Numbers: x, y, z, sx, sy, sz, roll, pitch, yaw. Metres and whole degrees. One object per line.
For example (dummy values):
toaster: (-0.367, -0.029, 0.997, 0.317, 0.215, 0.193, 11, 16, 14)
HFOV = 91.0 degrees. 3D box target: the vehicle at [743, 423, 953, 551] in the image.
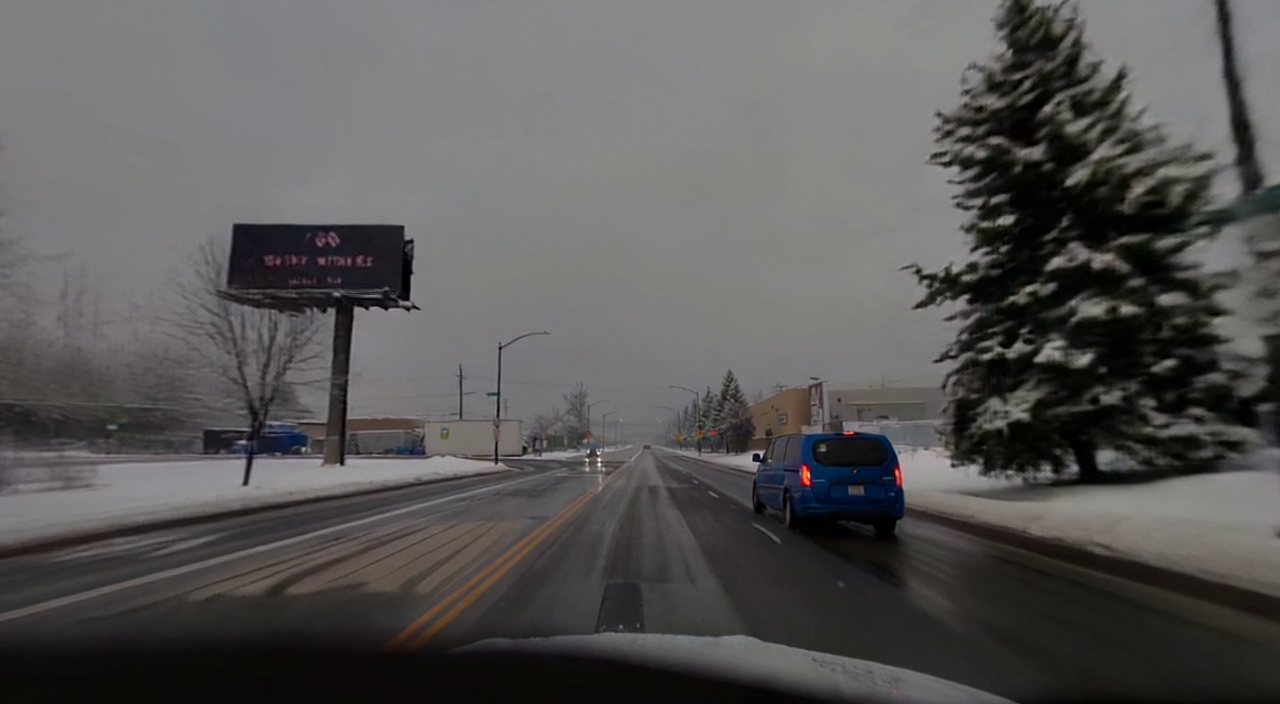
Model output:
vehicle: (3.415, 2.319, 11.590, 2.202, 1.822, 4.826, 0, -8, 0)
